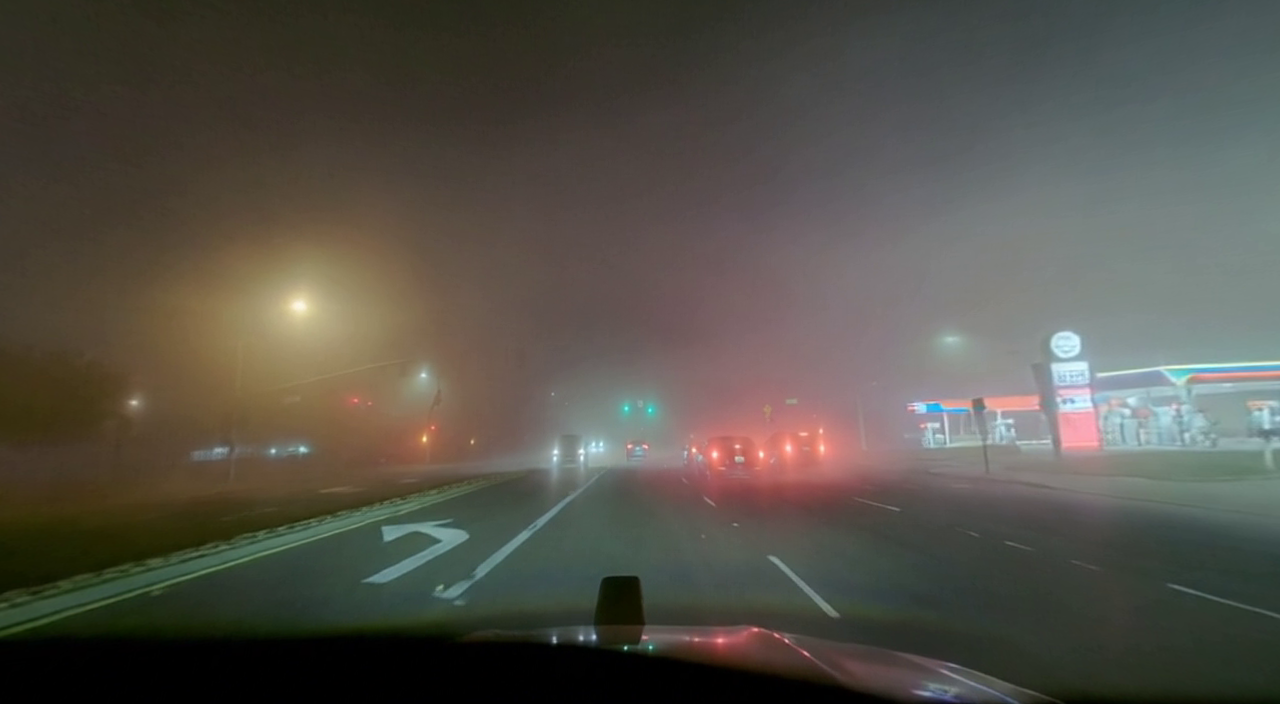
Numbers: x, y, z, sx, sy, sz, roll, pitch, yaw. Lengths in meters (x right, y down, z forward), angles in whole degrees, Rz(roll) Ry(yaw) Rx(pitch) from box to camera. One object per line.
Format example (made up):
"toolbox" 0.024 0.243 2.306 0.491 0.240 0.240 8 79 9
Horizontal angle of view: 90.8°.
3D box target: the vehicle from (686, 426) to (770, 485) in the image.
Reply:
"vehicle" 2.863 3.506 21.650 2.140 1.800 4.660 0 -8 -1

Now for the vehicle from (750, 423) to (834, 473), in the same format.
"vehicle" 7.076 4.567 30.157 2.510 2.176 5.527 0 -8 -2

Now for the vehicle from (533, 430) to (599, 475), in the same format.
"vehicle" -3.226 4.494 28.435 2.261 1.820 4.255 0 -8 2
